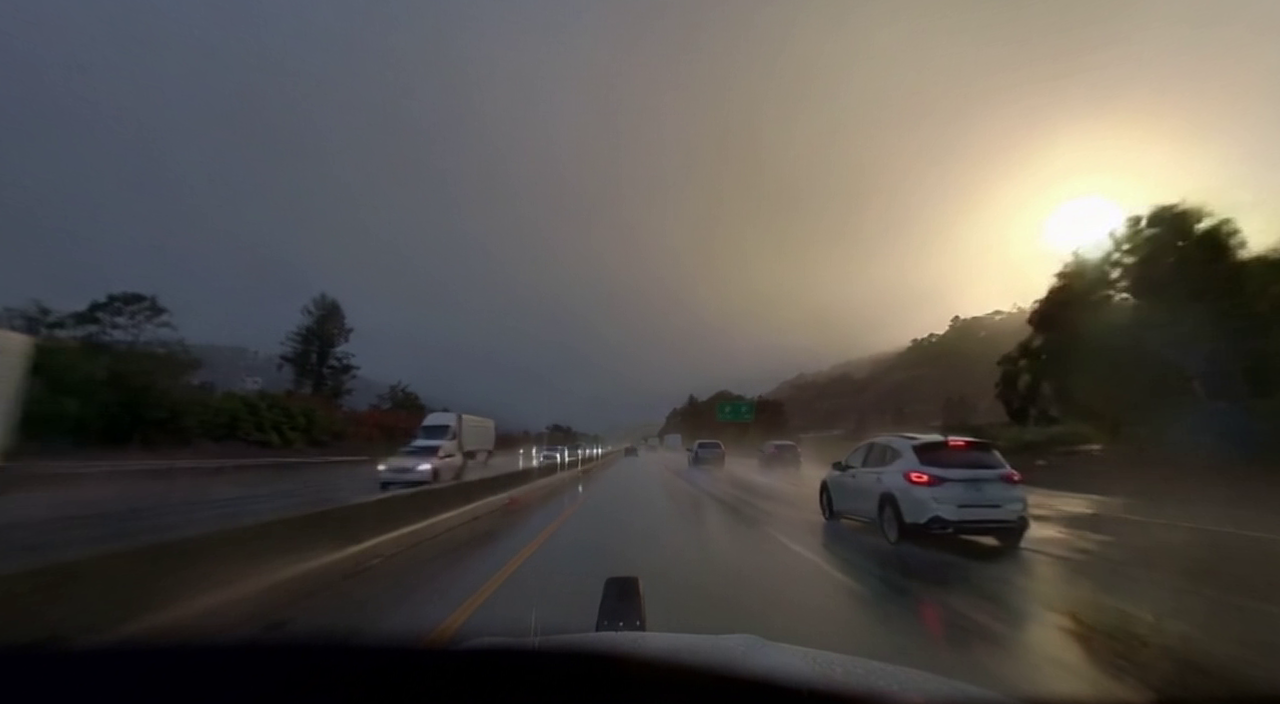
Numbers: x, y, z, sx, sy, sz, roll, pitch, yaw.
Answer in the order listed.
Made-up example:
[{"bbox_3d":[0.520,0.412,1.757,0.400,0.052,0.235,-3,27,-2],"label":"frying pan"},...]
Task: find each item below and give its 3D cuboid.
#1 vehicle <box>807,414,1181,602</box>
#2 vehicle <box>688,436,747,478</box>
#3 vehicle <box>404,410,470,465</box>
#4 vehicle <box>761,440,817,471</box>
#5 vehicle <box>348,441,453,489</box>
[{"bbox_3d":[3.605,1.661,7.570,2.023,1.603,4.159,0,-9,0],"label":"vehicle"},{"bbox_3d":[3.509,4.874,29.473,2.070,1.751,4.576,0,-9,-1],"label":"vehicle"},{"bbox_3d":[-15.596,6.693,48.969,3.045,3.960,5.980,0,-9,-1],"label":"vehicle"},{"bbox_3d":[8.470,5.950,36.333,2.018,1.636,4.510,0,-9,-1],"label":"vehicle"},{"bbox_3d":[-8.047,3.835,21.740,1.889,1.476,4.488,0,-9,0],"label":"vehicle"}]
